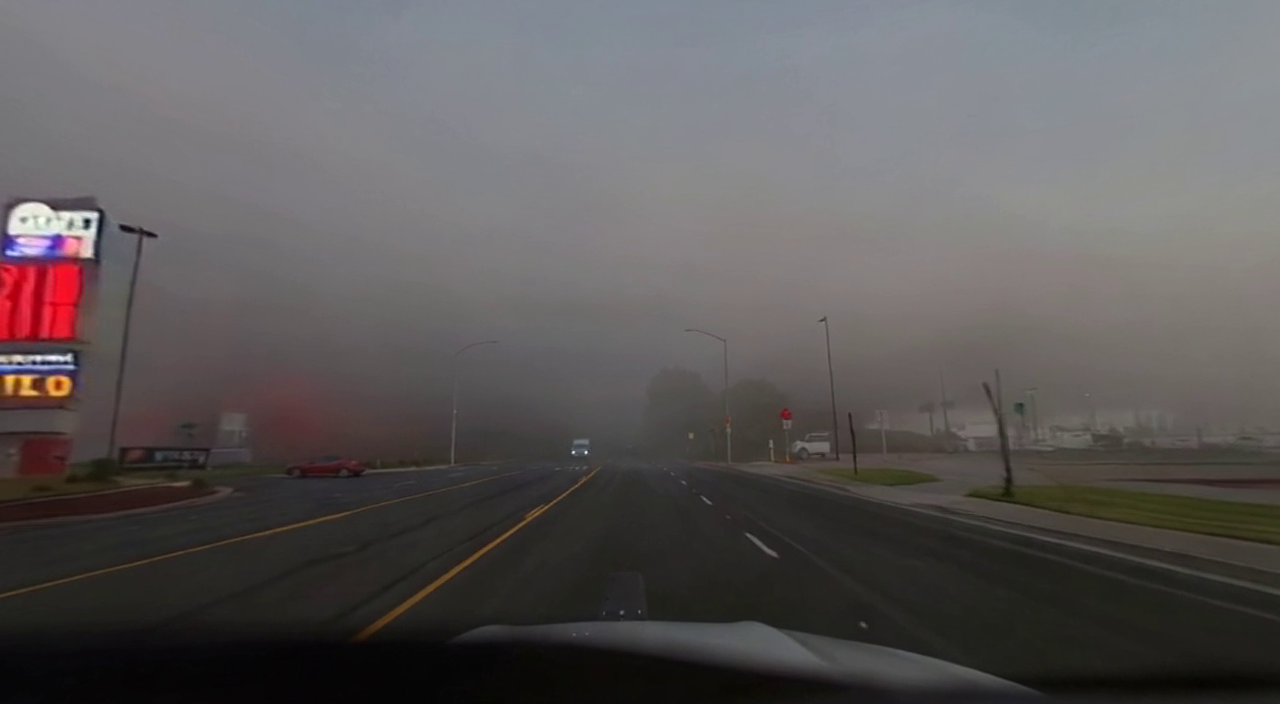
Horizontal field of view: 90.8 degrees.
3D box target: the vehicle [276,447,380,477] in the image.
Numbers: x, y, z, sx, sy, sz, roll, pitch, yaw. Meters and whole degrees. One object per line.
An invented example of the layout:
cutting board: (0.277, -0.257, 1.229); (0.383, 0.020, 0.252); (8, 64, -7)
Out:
vehicle: (-17.082, 6.043, 34.758); (4.658, 1.544, 2.056); (0, -8, 1)
